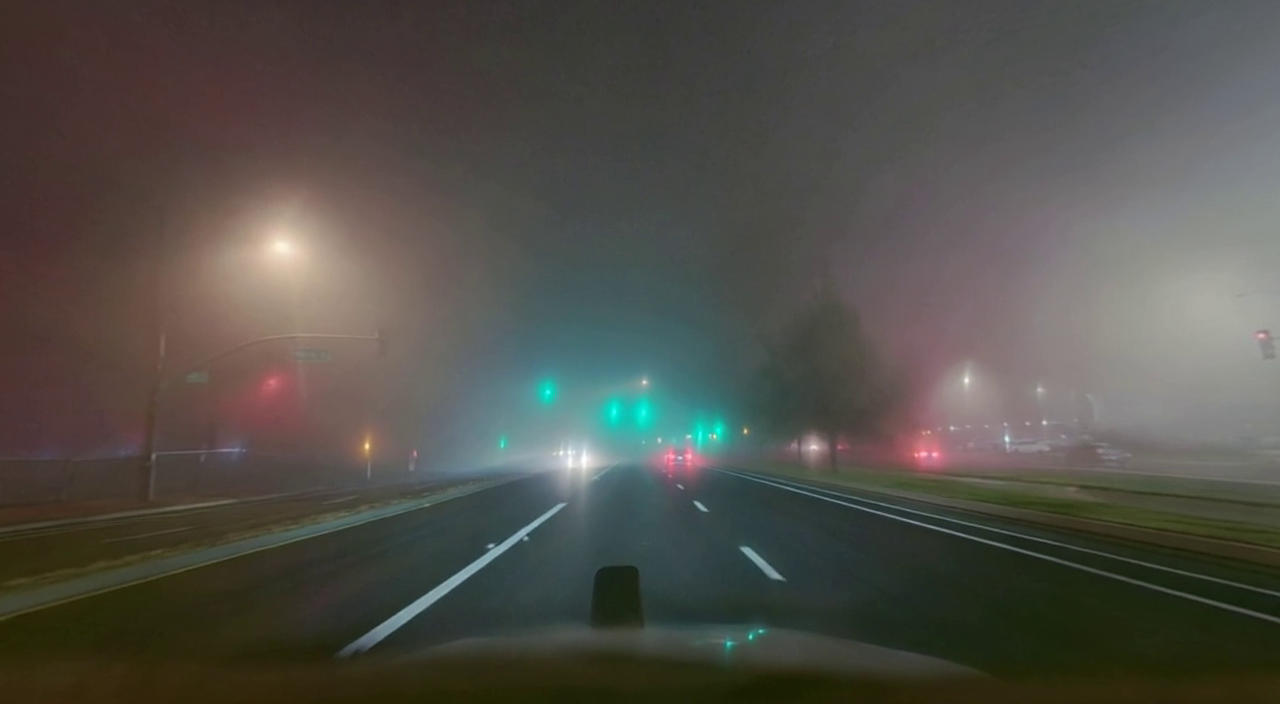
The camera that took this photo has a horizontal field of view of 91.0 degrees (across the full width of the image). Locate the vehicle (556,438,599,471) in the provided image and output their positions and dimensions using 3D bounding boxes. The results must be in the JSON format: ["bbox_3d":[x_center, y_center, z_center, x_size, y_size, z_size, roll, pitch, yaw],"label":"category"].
[{"bbox_3d":[-3.628,6.075,37.555,2.078,1.832,4.746,0,-9,0],"label":"vehicle"}]

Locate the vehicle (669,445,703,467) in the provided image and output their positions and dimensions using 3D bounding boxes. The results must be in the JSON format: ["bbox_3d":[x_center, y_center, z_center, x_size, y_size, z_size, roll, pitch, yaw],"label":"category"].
[{"bbox_3d":[3.274,7.518,45.819,2.105,1.490,4.008,0,-9,-1],"label":"vehicle"}]
